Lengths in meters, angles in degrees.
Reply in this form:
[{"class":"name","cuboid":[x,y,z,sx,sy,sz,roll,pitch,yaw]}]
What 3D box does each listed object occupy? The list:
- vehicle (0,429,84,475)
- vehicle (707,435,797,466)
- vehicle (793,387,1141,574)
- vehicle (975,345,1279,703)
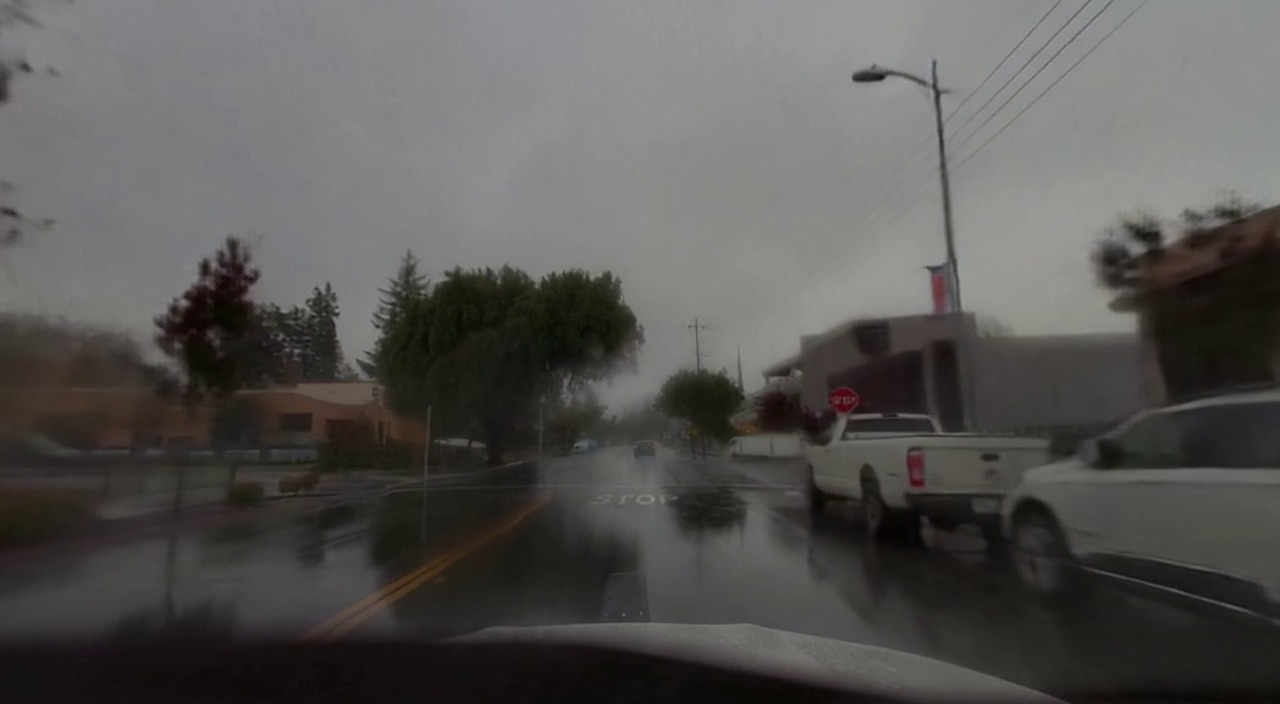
[{"class":"vehicle","cuboid":[-26.759,4.206,26.346,2.112,1.834,5.051,-3,-7,2]},{"class":"vehicle","cuboid":[6.580,5.769,36.815,4.791,1.733,2.139,-4,-9,24]},{"class":"vehicle","cuboid":[4.213,1.802,9.679,2.226,1.986,5.786,0,-8,0]},{"class":"vehicle","cuboid":[4.215,0.973,3.640,2.041,1.838,4.524,0,-9,0]}]
